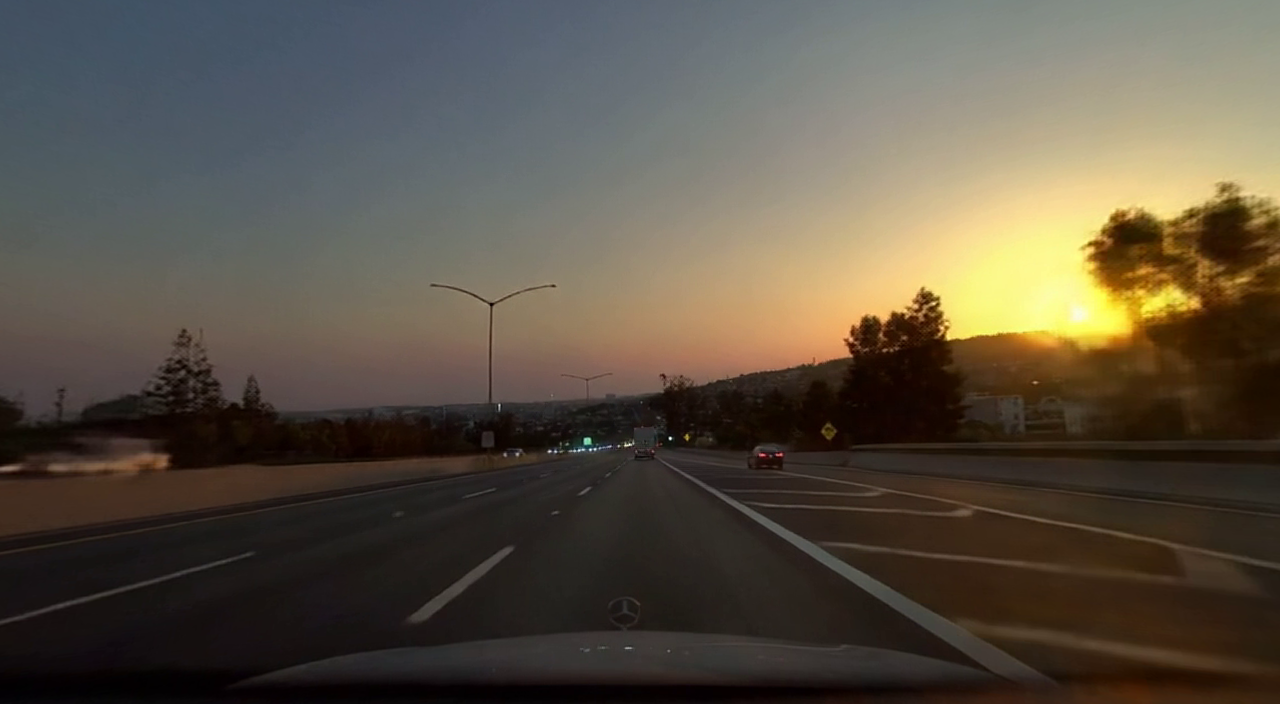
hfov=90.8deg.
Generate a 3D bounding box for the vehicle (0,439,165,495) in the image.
[{"bbox_3d":[-19.701,3.951,22.064,2.114,1.707,5.174,0,-9,0],"label":"vehicle"}]
